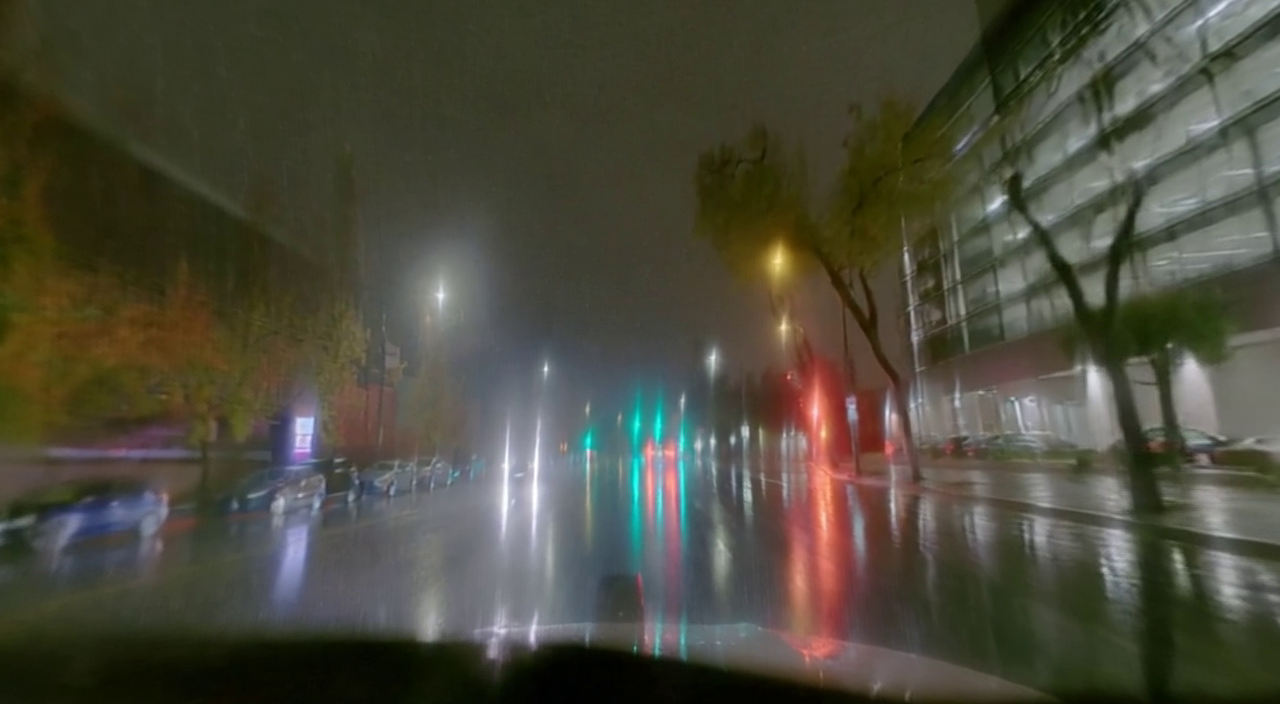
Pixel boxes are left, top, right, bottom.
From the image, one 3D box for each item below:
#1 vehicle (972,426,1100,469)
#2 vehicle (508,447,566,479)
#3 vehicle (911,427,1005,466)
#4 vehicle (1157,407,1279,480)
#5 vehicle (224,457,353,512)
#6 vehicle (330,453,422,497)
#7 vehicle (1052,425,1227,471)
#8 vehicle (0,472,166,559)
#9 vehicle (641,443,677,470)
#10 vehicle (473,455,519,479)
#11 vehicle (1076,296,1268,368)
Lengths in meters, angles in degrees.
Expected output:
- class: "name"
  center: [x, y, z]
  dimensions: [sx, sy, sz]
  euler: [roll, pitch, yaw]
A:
- class: "vehicle"
  center: [16.217, 3.931, 26.057]
  dimensions: [3.922, 1.420, 1.784]
  euler: [-5, -9, 3]
- class: "vehicle"
  center: [-5.245, 5.693, 32.693]
  dimensions: [1.993, 1.463, 4.265]
  euler: [-1, -8, 5]
- class: "vehicle"
  center: [15.793, 4.750, 31.560]
  dimensions: [3.528, 1.431, 1.977]
  euler: [-8, -11, 5]
- class: "vehicle"
  center: [16.143, 2.086, 15.293]
  dimensions: [5.029, 1.573, 2.050]
  euler: [-7, -10, 15]
- class: "vehicle"
  center: [-12.313, 4.620, 22.498]
  dimensions: [1.997, 1.668, 4.084]
  euler: [-1, -8, 4]
- class: "vehicle"
  center: [-11.907, 5.541, 28.874]
  dimensions: [2.016, 1.627, 4.742]
  euler: [-3, -8, 3]
- class: "vehicle"
  center: [16.182, 3.136, 20.703]
  dimensions: [3.620, 1.412, 2.472]
  euler: [-1, -8, 4]
- class: "vehicle"
  center: [-12.764, 3.458, 13.899]
  dimensions: [1.646, 1.462, 3.740]
  euler: [0, -8, 2]
- class: "vehicle"
  center: [1.206, 6.207, 37.750]
  dimensions: [2.051, 1.454, 4.132]
  euler: [-1, -8, 3]
- class: "vehicle"
  center: [-10.695, 8.552, 47.279]
  dimensions: [2.079, 1.406, 4.609]
  euler: [-4, -8, 4]
- class: "vehicle"
  center: [15.330, -0.539, 18.407]
  dimensions: [3.766, 1.708, 1.810]
  euler: [-1, -9, 4]
